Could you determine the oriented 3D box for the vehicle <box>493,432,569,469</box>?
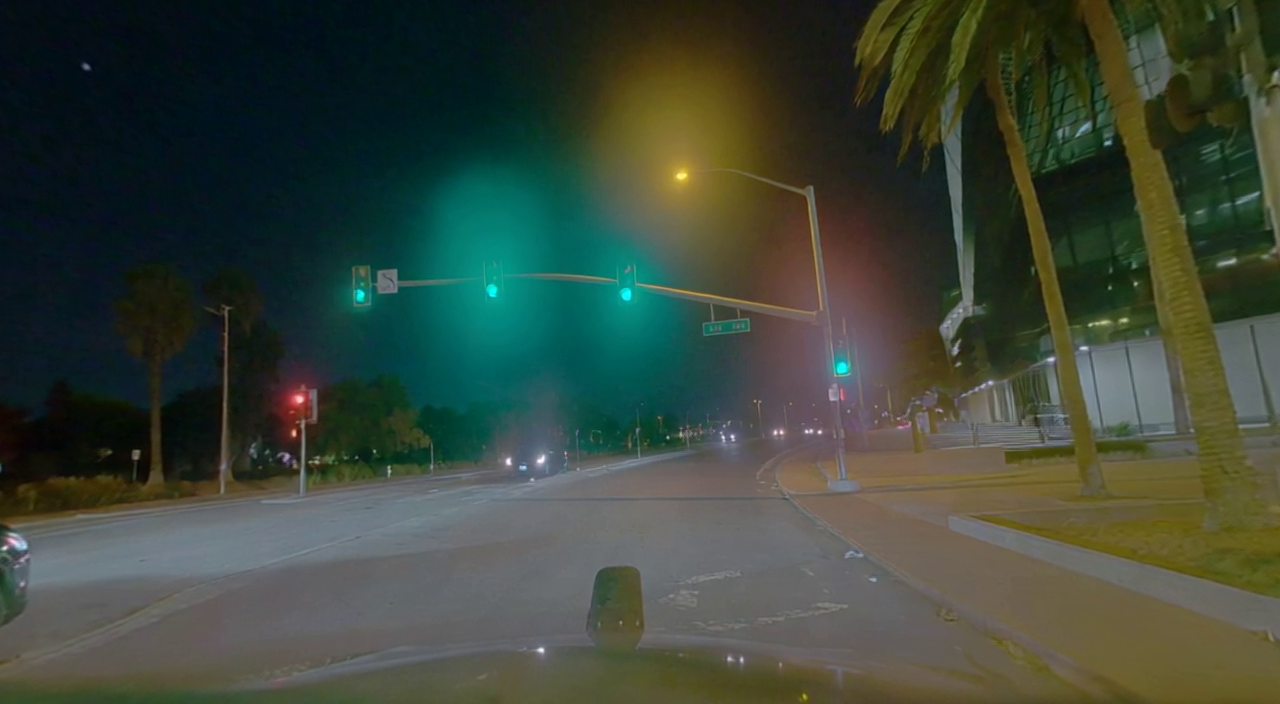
[{"bbox_3d":[-5.678,5.234,33.636,2.181,1.792,4.648,-3,-9,16],"label":"vehicle"}]
